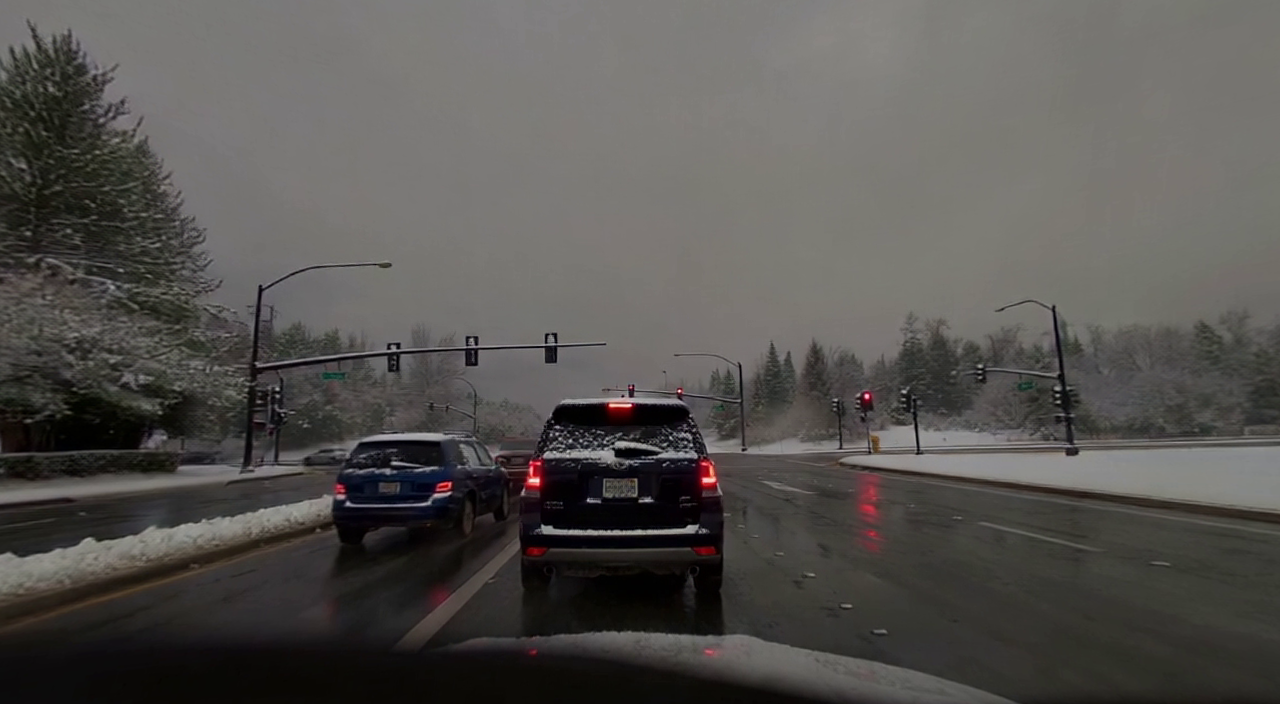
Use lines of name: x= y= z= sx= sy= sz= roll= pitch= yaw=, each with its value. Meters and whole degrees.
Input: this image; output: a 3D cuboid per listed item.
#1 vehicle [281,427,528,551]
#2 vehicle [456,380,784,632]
vehicle: x=-3.356 y=2.067 z=10.362 sx=2.061 sy=1.504 sz=5.142 roll=0 pitch=-8 yaw=0
vehicle: x=-0.162 y=1.385 z=6.598 sx=2.298 sy=1.770 sz=4.138 roll=0 pitch=-8 yaw=-1
